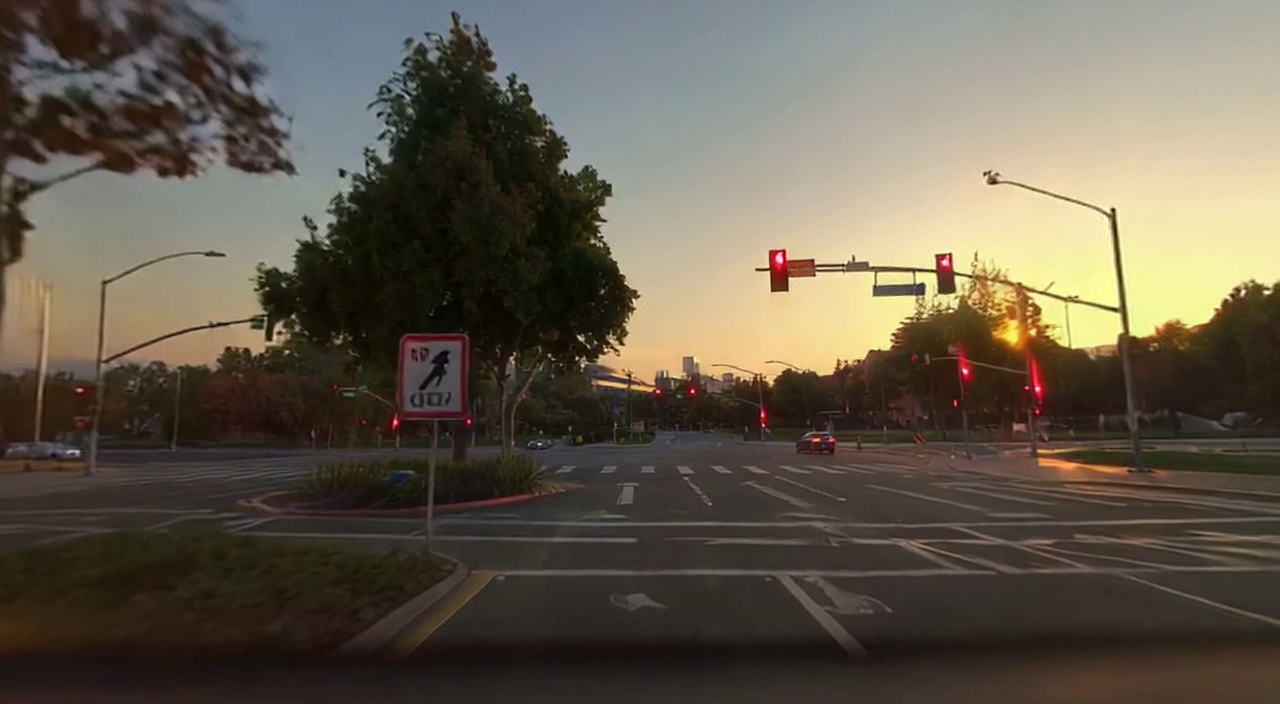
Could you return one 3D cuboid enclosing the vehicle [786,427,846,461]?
[{"bbox_3d":[10.418,5.492,37.798,2.156,1.881,4.743,0,-9,-1],"label":"vehicle"}]

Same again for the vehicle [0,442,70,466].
[{"bbox_3d":[-45.380,7.510,46.661,4.412,1.730,2.068,0,-9,1],"label":"vehicle"}]
